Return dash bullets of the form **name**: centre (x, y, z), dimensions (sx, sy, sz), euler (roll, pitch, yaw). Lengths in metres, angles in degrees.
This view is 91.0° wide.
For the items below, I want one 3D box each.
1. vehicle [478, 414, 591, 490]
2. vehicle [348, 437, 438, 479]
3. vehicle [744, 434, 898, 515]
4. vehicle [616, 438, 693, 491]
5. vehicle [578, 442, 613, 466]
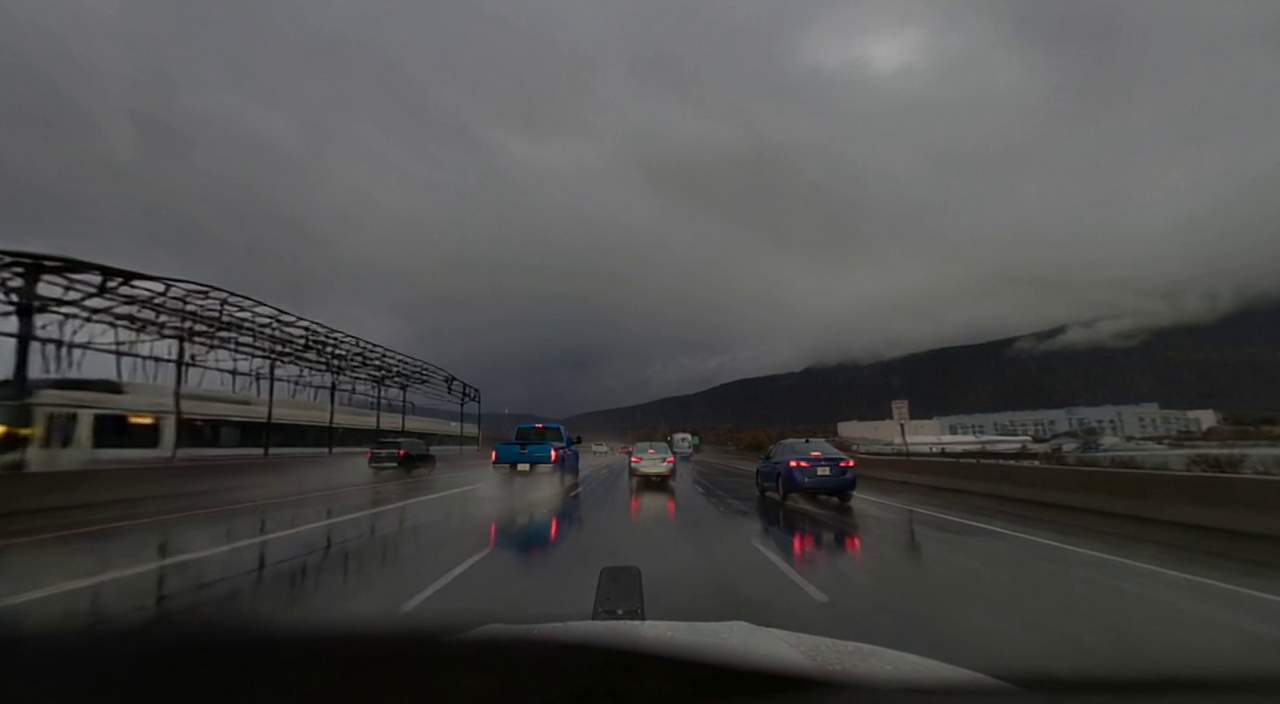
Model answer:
- **vehicle**: centre (-3.381, 3.450, 22.020), dimensions (2.733, 2.230, 6.820), euler (0, -8, 0)
- **vehicle**: centre (-10.933, 4.720, 28.308), dimensions (2.137, 1.728, 4.665), euler (0, -8, 0)
- **vehicle**: centre (3.816, 2.674, 14.315), dimensions (2.023, 1.510, 4.773), euler (0, -8, -1)
- **vehicle**: centre (0.397, 3.510, 19.957), dimensions (2.171, 1.493, 4.081), euler (0, -8, 0)
- **vehicle**: centre (-3.150, 7.284, 45.348), dimensions (2.151, 1.613, 4.786), euler (0, -8, 1)
